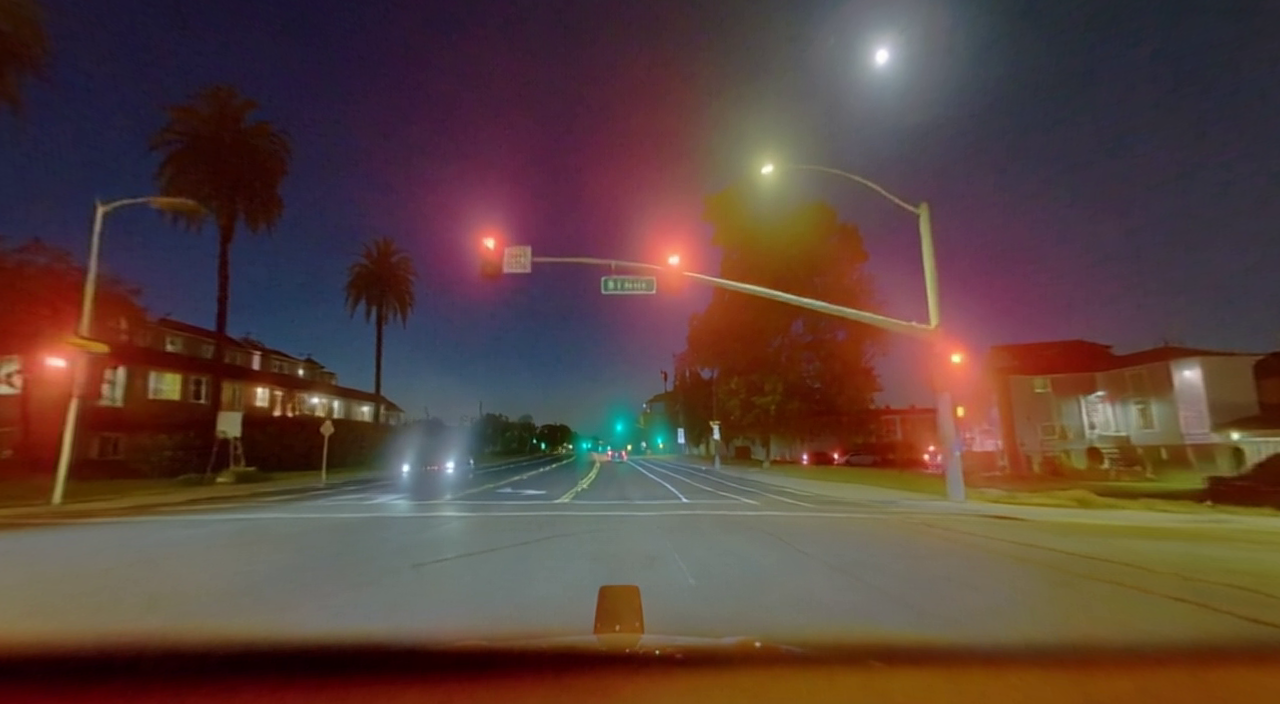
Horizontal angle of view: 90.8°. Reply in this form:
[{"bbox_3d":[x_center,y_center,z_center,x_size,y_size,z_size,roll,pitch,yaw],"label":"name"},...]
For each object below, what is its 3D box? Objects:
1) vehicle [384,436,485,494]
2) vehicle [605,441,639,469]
[{"bbox_3d":[-6.518,3.640,20.551,1.983,1.684,3.938,0,-9,-1],"label":"vehicle"},{"bbox_3d":[-1.336,7.197,44.300,2.248,1.833,4.798,0,-9,-3],"label":"vehicle"}]
